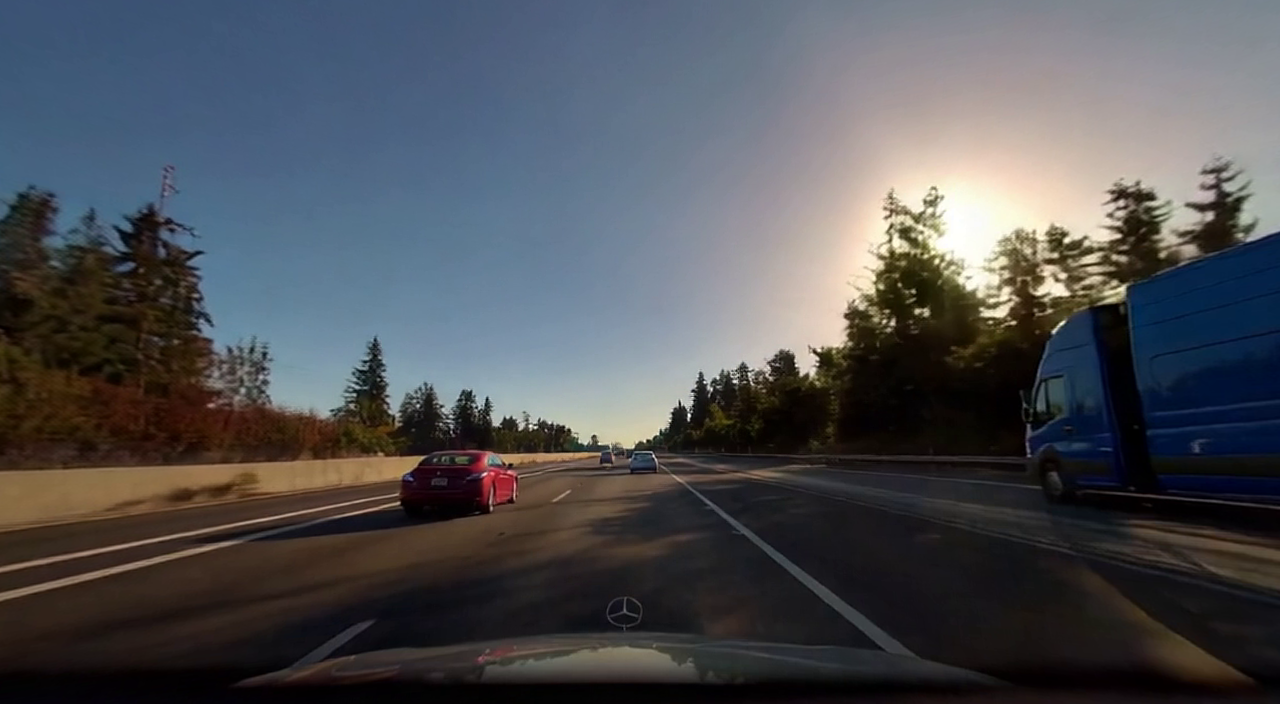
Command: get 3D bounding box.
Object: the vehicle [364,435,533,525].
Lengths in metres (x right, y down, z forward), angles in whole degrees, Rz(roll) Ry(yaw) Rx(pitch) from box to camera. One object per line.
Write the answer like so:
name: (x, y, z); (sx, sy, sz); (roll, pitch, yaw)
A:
vehicle: (-3.554, 2.470, 12.644); (2.062, 1.474, 4.151); (0, -9, 0)

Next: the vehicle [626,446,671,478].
vehicle: (0.364, 5.230, 30.137); (2.002, 1.449, 3.612); (0, -9, -1)
